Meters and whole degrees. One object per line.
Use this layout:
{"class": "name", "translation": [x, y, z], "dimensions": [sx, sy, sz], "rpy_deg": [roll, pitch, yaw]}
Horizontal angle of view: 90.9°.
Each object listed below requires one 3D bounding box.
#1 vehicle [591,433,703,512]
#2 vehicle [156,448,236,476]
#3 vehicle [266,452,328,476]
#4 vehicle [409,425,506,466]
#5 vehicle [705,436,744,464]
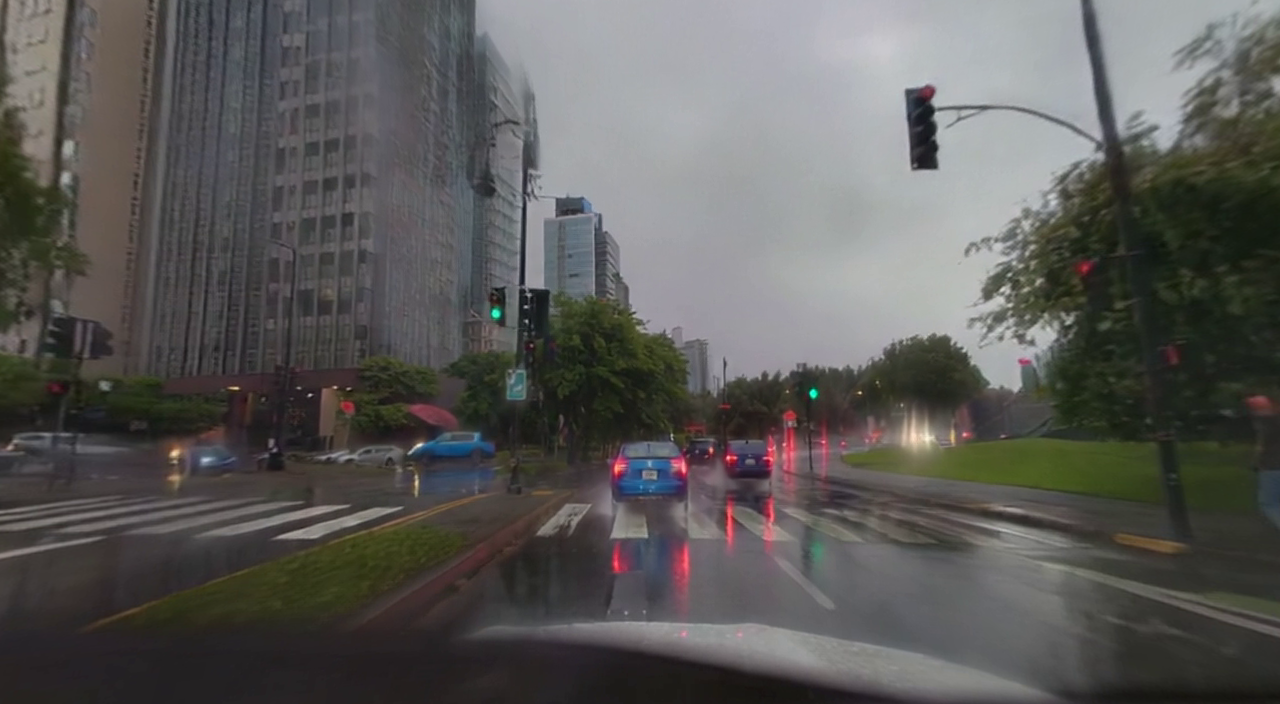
{"class": "vehicle", "translation": [0.105, 2.579, 14.007], "dimensions": [2.118, 1.480, 3.949], "rpy_deg": [0, -8, -1]}
{"class": "vehicle", "translation": [-21.874, 5.394, 31.117], "dimensions": [1.433, 1.269, 2.779], "rpy_deg": [-5, -9, 29]}
{"class": "vehicle", "translation": [-19.185, 6.251, 35.345], "dimensions": [1.259, 1.181, 2.744], "rpy_deg": [-6, -9, 31]}
{"class": "vehicle", "translation": [-13.324, 6.882, 46.762], "dimensions": [2.287, 2.780, 7.166], "rpy_deg": [-5, -10, 31]}
{"class": "vehicle", "translation": [5.763, 6.604, 42.667], "dimensions": [2.212, 1.790, 4.768], "rpy_deg": [-2, -8, 12]}
